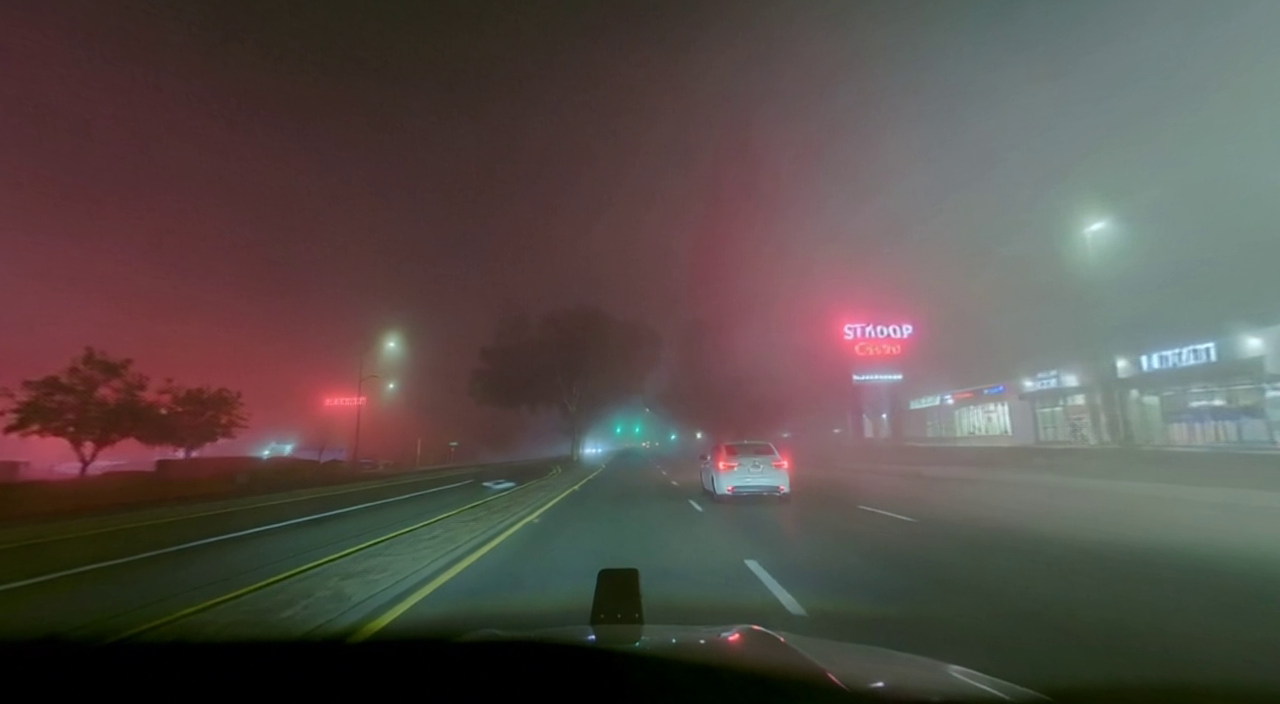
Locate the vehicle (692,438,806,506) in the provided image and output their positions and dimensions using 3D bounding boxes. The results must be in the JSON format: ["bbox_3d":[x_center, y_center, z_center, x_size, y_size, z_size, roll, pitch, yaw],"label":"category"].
[{"bbox_3d":[2.572,2.954,15.999,2.015,1.479,4.444,0,-8,-1],"label":"vehicle"}]

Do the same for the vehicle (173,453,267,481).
[{"bbox_3d":[-28.214,7.727,42.488,5.029,1.760,2.153,5,-10,-30],"label":"vehicle"}]
